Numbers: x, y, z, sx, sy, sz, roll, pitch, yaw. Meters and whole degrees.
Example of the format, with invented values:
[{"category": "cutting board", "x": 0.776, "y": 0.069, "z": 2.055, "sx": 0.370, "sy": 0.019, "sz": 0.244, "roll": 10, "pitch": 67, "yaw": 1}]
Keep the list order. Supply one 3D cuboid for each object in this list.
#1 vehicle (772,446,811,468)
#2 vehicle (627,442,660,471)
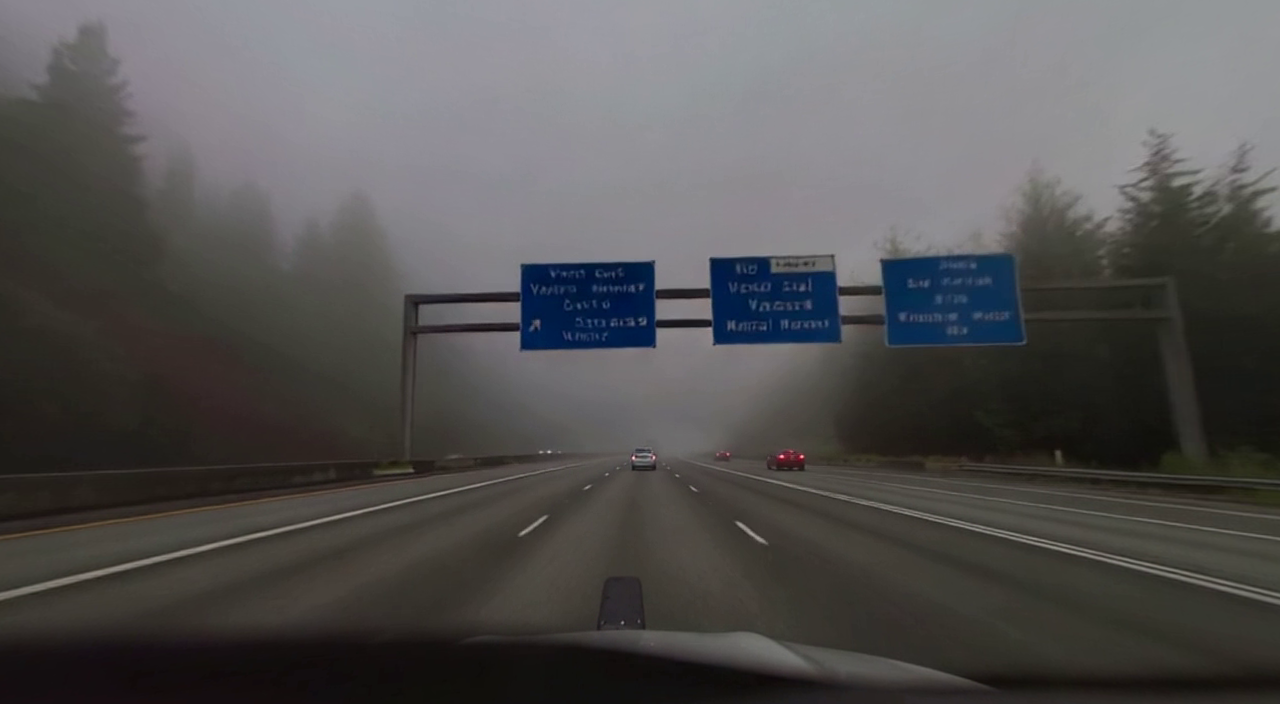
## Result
[{"category": "vehicle", "x": 11.797, "y": 8.213, "z": 49.401, "sx": 1.989, "sy": 1.591, "sz": 4.348, "roll": 0, "pitch": -9, "yaw": 0}, {"category": "vehicle", "x": 0.226, "y": 7.239, "z": 43.819, "sx": 2.167, "sy": 1.847, "sz": 4.097, "roll": 0, "pitch": -9, "yaw": 0}]
